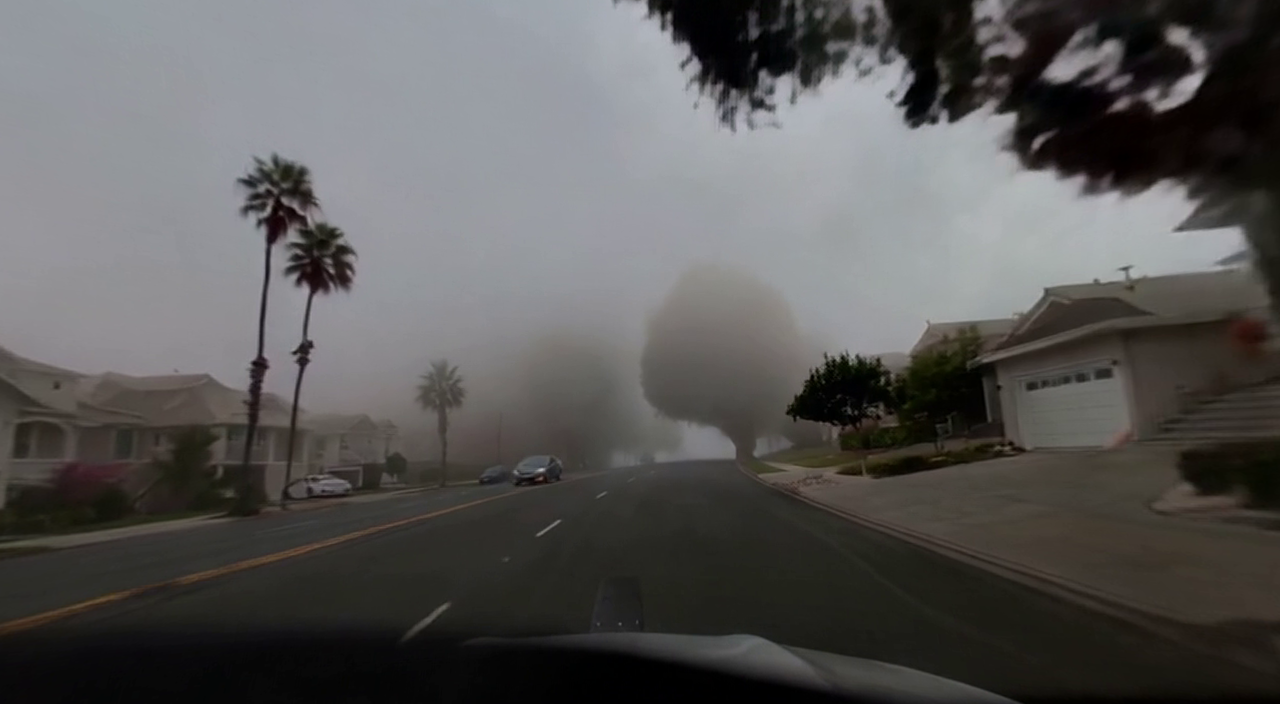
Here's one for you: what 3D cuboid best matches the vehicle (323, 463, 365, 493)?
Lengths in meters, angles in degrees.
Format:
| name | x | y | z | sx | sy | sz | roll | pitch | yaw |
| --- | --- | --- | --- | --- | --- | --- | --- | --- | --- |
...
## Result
| name | x | y | z | sx | sy | sz | roll | pitch | yaw |
| --- | --- | --- | --- | --- | --- | --- | --- | --- | --- |
| vehicle | -20.910 | 8.901 | 44.755 | 2.075 | 1.846 | 4.684 | 2 | -9 | -18 |

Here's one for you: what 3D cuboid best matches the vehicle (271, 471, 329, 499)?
| name | x | y | z | sx | sy | sz | roll | pitch | yaw |
| --- | --- | --- | --- | --- | --- | --- | --- | --- | --- |
| vehicle | -21.421 | 8.294 | 39.681 | 4.461 | 1.477 | 1.862 | -9 | -12 | 44 |

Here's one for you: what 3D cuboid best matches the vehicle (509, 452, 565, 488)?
| name | x | y | z | sx | sy | sz | roll | pitch | yaw |
| --- | --- | --- | --- | --- | --- | --- | --- | --- | --- |
| vehicle | -5.328 | 6.150 | 33.210 | 1.746 | 1.503 | 4.400 | -7 | -9 | 5 |

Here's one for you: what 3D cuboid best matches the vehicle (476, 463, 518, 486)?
| name | x | y | z | sx | sy | sz | roll | pitch | yaw |
| --- | --- | --- | --- | --- | --- | --- | --- | --- | --- |
| vehicle | -10.859 | 9.292 | 48.214 | 1.804 | 1.498 | 4.136 | -4 | -9 | 6 |
